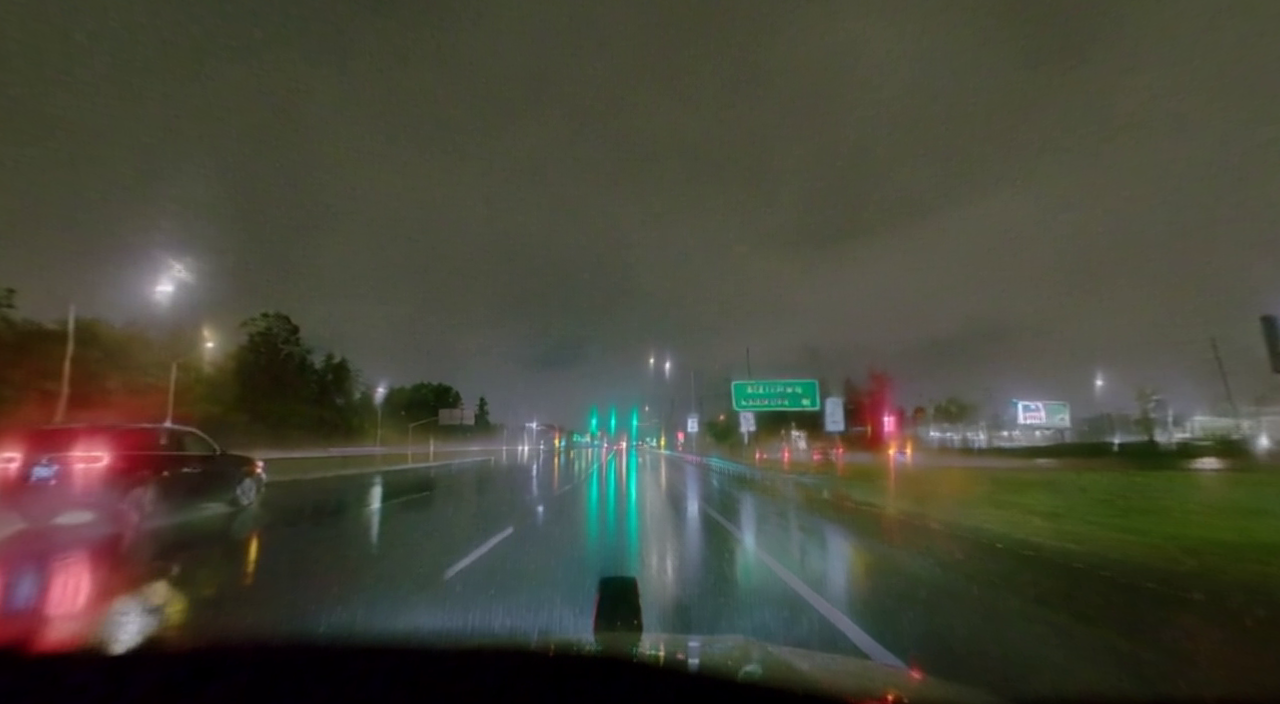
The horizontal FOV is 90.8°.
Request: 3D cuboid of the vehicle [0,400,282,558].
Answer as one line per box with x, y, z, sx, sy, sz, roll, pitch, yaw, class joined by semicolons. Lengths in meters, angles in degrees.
-8.065;1.814;9.754;2.231;1.807;4.758;0;-8;0;vehicle
